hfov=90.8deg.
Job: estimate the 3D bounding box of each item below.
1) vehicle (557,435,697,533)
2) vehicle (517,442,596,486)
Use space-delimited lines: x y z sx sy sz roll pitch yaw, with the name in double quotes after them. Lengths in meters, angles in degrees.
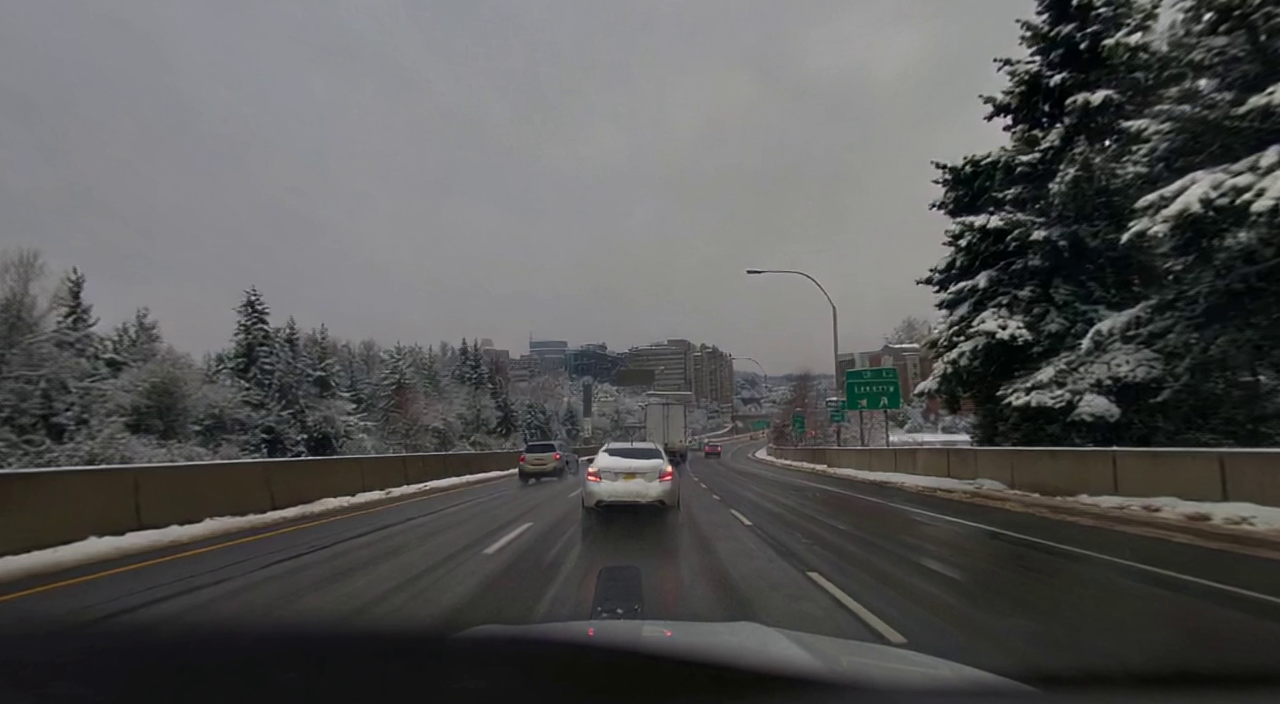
-0.169 2.327 11.713 2.136 1.470 3.971 0 -9 1 "vehicle"
-2.934 4.079 23.332 2.104 1.473 4.496 -1 -9 3 "vehicle"
